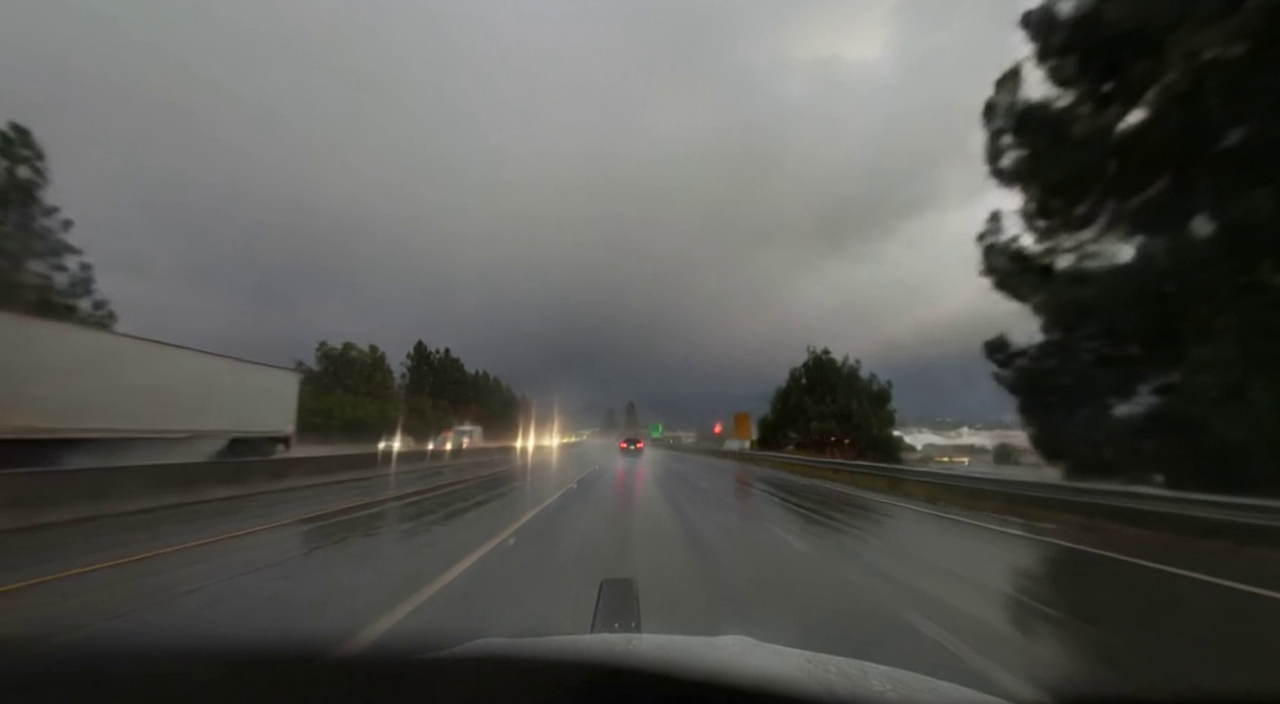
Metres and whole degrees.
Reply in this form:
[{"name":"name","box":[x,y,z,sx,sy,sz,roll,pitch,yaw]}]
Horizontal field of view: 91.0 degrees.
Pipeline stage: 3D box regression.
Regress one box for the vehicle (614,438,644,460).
[{"name":"vehicle","box":[-0.831,6.987,45.418,2.099,1.504,3.843,0,-8,-2]}]

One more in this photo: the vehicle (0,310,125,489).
[{"name":"vehicle","box":[-16.409,1.150,14.897,2.982,4.135,6.215,-1,-8,-1]}]

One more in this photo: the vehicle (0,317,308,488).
[{"name":"vehicle","box":[-16.570,2.132,21.744,3.036,4.094,13.534,0,-8,-1]}]
